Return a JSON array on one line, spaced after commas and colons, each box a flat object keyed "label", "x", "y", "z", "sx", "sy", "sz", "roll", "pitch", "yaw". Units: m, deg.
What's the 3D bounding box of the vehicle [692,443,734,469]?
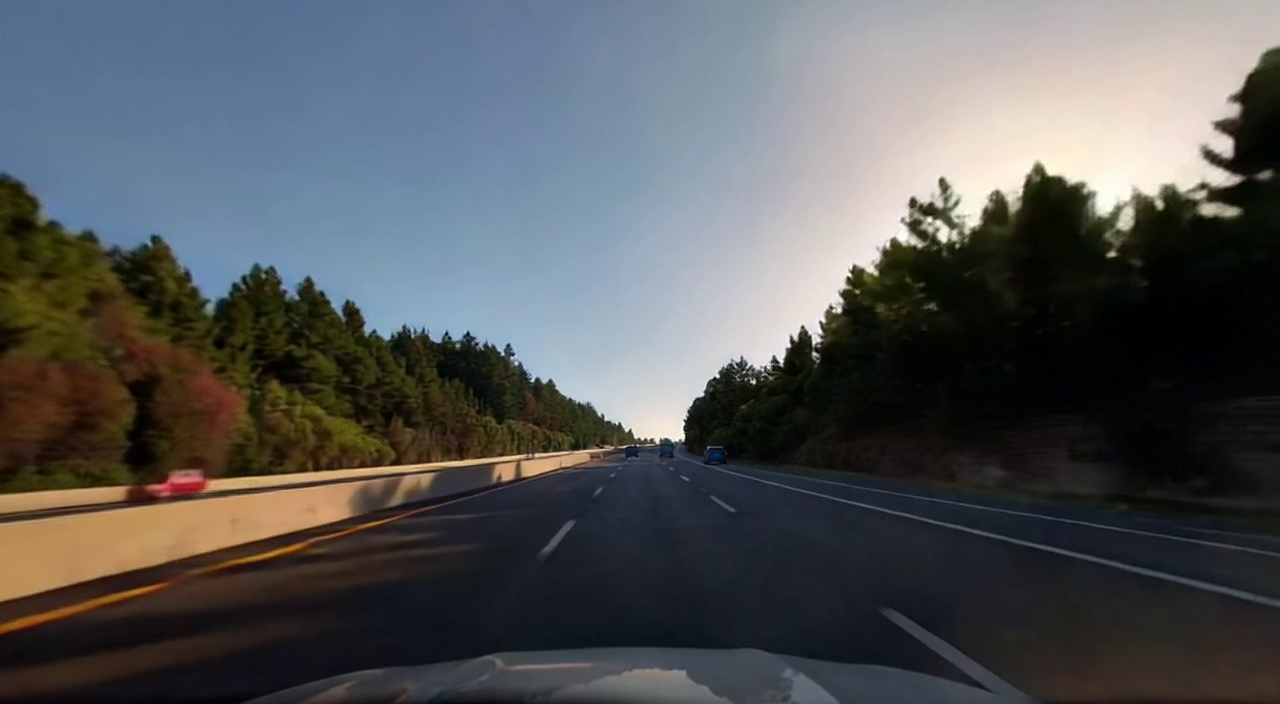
[{"label": "vehicle", "x": 4.554, "y": 6.609, "z": 40.101, "sx": 2.175, "sy": 1.574, "sz": 3.943, "roll": 0, "pitch": -9, "yaw": 0}]
